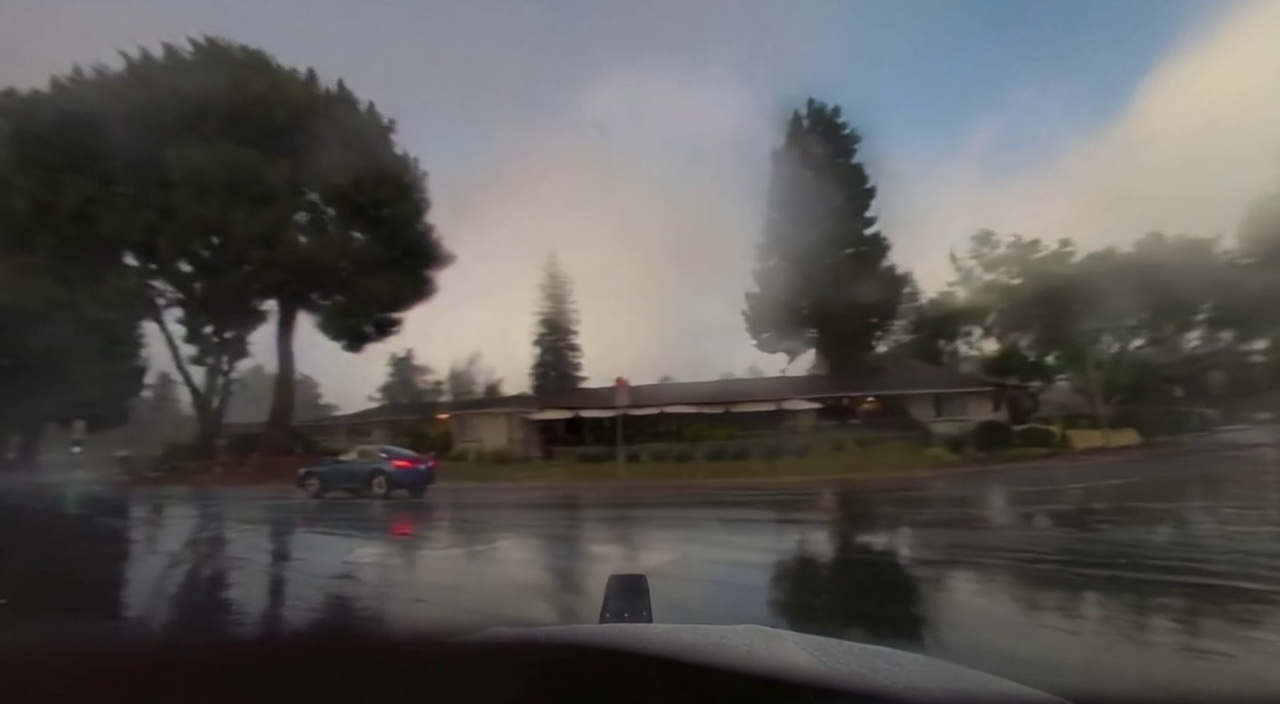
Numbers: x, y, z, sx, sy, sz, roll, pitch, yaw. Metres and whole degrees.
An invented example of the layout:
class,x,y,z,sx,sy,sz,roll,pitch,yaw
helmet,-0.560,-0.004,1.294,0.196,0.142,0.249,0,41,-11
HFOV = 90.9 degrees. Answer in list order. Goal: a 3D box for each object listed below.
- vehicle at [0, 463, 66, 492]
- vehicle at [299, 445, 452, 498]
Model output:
class,x,y,z,sx,sy,sz,roll,pitch,yaw
vehicle,-35.703,7.224,36.492,4.882,1.460,1.933,-5,-9,27
vehicle,-9.734,4.354,23.285,4.995,1.798,2.102,-3,-9,18
